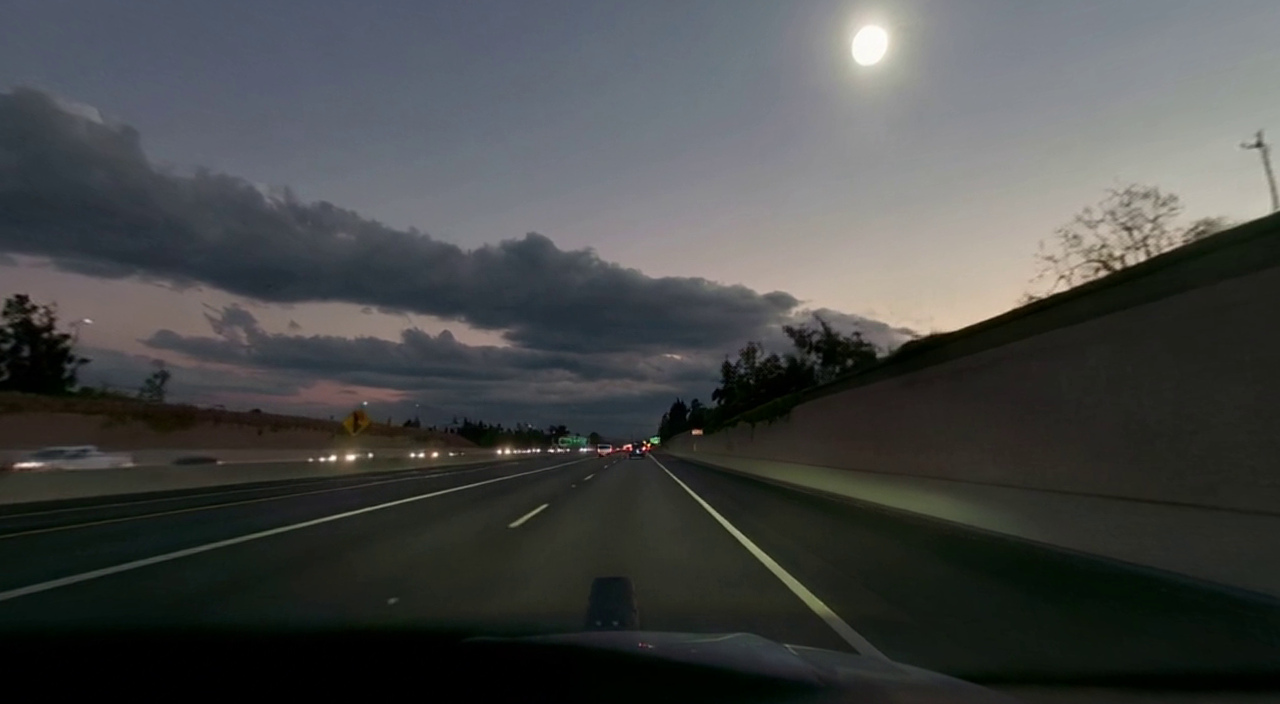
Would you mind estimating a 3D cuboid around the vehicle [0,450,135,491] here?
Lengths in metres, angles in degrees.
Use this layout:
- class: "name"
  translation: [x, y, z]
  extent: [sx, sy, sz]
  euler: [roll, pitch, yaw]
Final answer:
- class: "vehicle"
  translation: [-25.724, 5.261, 28.392]
  extent: [1.995, 1.653, 4.667]
  euler: [0, -9, 0]

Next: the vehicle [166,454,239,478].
- class: "vehicle"
  translation: [-30.061, 7.832, 43.422]
  extent: [1.816, 1.491, 4.424]
  euler: [0, -9, 0]
